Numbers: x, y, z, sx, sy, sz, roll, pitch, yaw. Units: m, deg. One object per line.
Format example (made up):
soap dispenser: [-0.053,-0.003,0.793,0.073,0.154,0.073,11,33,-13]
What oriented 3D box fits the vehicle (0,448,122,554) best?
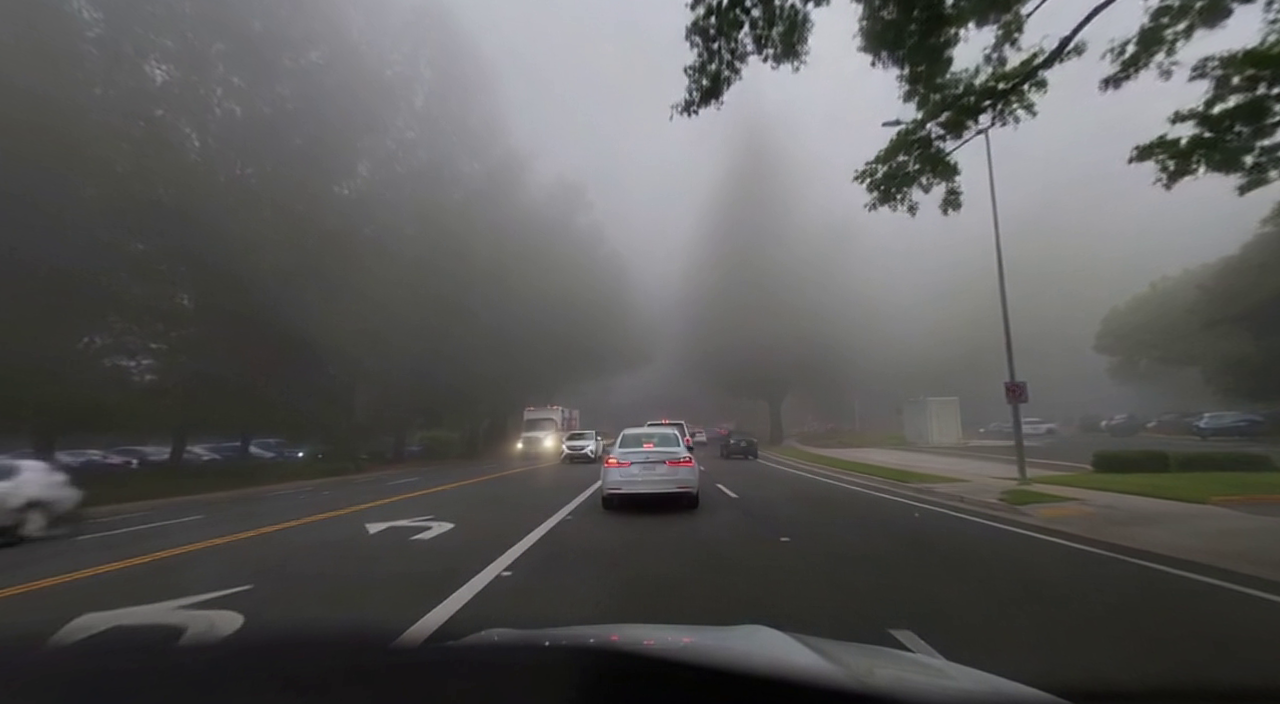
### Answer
vehicle: [-10.158,2.124,8.815,1.909,1.471,4.502,-1,-8,2]

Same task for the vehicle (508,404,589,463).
vehicle: [-5.680,5.369,41.110,2.961,3.316,9.483,-1,-8,6]

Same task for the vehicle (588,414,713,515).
vehicle: [0.208,2.235,13.005,2.154,1.710,4.128,-1,-8,1]

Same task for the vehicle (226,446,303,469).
vehicle: [-26.223,7.393,44.109,4.398,1.532,1.769,-2,-8,8]

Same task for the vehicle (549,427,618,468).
vehicle: [-2.610,4.578,30.395,2.057,1.786,4.725,-2,-8,11]

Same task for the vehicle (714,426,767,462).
vehicle: [5.219,4.862,33.375,2.155,1.786,4.459,-1,-8,2]

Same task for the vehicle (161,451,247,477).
vehicle: [-26.761,6.864,38.758,4.260,1.498,1.769,-2,-8,9]
